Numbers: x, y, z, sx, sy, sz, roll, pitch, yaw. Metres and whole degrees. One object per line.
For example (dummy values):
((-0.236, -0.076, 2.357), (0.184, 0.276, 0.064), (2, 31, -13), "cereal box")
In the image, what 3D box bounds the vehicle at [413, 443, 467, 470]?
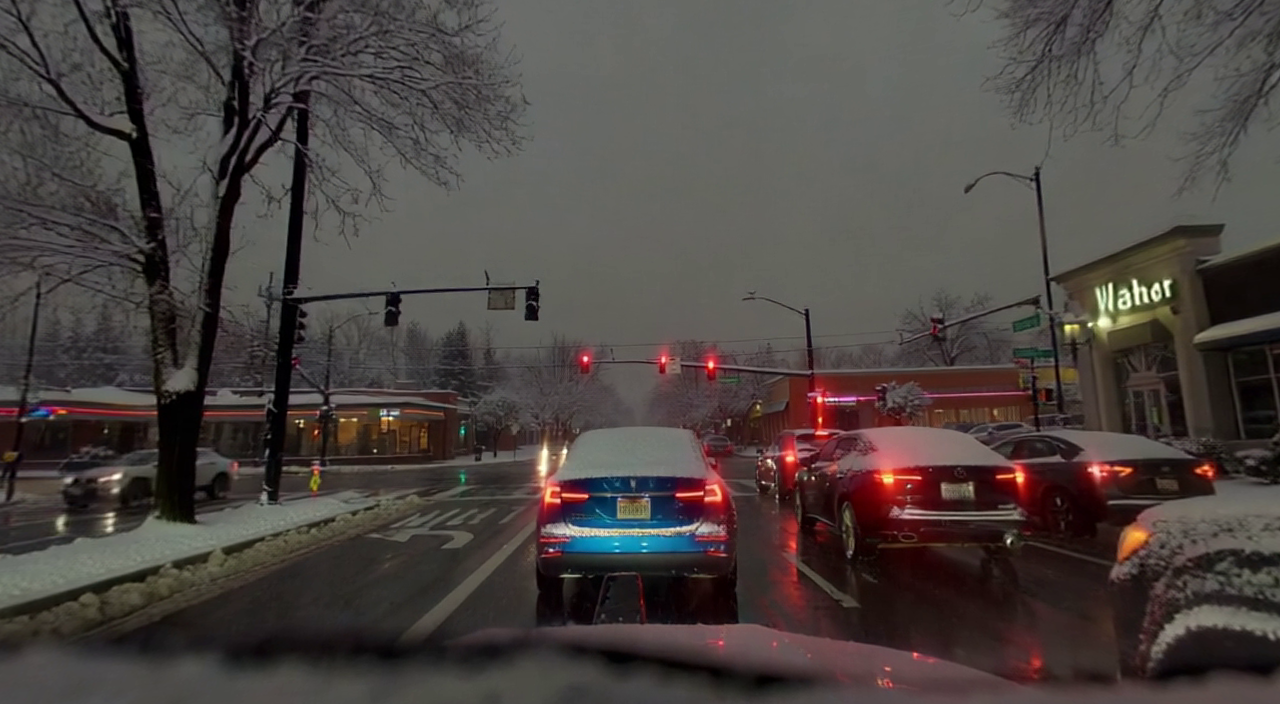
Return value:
((-15.083, 7.891, 48.041), (2.395, 1.903, 4.860), (-1, -9, 1), "vehicle")

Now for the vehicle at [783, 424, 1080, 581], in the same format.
((3.323, 1.781, 8.297), (1.865, 1.496, 4.170), (0, -9, 0), "vehicle")

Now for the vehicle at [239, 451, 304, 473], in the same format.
((-28.603, 8.523, 49.163), (4.205, 1.541, 1.780), (4, -10, -28), "vehicle")

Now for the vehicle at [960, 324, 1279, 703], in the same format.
((2.982, 0.698, 1.569), (2.075, 1.661, 4.401), (0, -9, 1), "vehicle")

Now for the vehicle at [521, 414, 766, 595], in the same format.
((0.009, 1.629, 7.522), (2.154, 1.577, 3.723), (0, -9, -1), "vehicle")

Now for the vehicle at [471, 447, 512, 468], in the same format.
((-11.269, 8.000, 48.242), (2.099, 1.478, 4.411), (0, -9, 0), "vehicle")

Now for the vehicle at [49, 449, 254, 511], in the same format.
((-14.679, 3.789, 19.299), (2.269, 1.604, 4.265), (-4, -9, 24), "vehicle")
